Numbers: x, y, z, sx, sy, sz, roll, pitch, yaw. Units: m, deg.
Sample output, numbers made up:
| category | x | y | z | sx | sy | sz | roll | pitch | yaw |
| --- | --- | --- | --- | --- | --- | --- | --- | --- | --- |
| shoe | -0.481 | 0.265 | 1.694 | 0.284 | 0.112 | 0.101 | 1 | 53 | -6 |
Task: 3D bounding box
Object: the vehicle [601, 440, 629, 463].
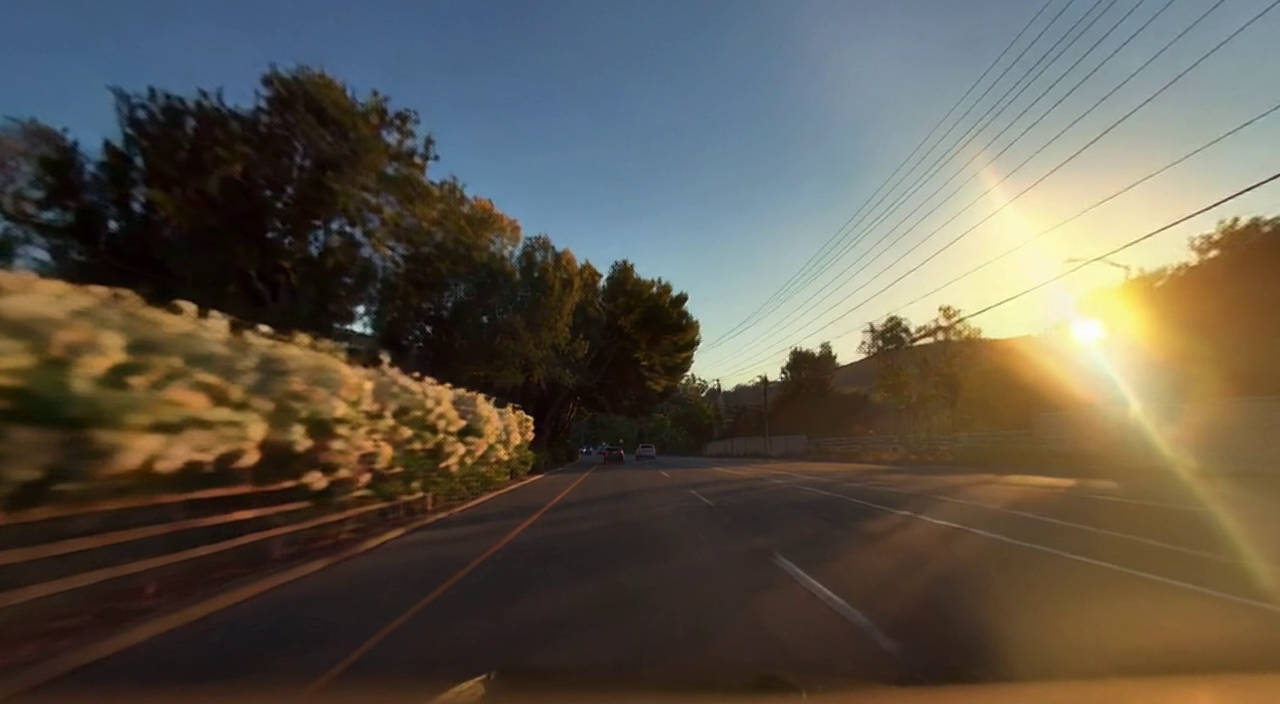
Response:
| category | x | y | z | sx | sy | sz | roll | pitch | yaw |
| --- | --- | --- | --- | --- | --- | --- | --- | --- | --- |
| vehicle | -1.910 | 7.431 | 46.975 | 2.005 | 1.633 | 4.044 | 1 | -8 | -3 |
